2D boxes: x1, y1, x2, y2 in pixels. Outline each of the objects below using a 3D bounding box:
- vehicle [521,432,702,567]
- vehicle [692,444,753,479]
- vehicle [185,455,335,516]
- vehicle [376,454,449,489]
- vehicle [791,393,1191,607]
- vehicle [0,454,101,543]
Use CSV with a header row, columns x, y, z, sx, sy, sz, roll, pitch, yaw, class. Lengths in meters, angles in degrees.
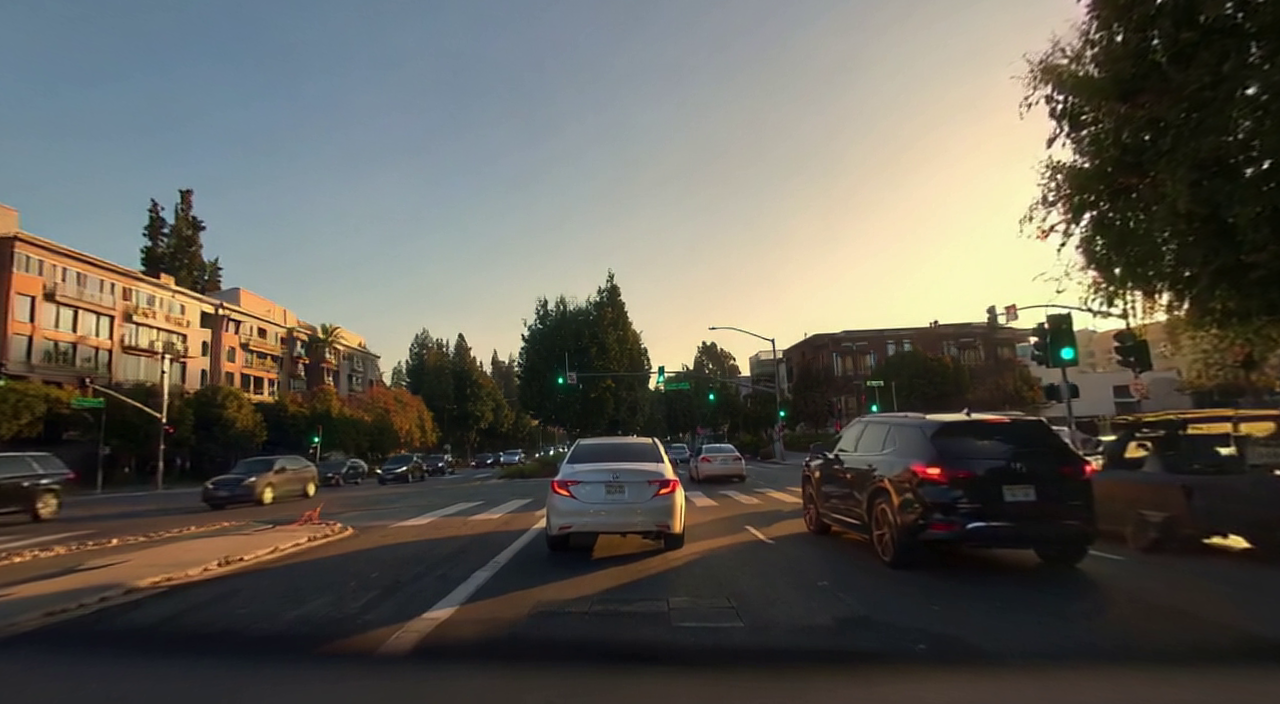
x,y,z,sx,sy,sz,roll,pitch,yaw,class
-0.322,1.959,9.157,2.034,1.500,3.966,0,-8,0,vehicle
3.692,4.953,28.990,2.123,1.455,4.318,0,-8,-1,vehicle
-11.659,4.075,19.790,1.903,1.627,4.308,0,-8,2,vehicle
-11.452,6.023,32.192,1.992,1.562,4.361,0,-8,1,vehicle
3.497,1.573,7.636,2.107,1.773,4.557,0,-8,-1,vehicle
-15.098,3.305,14.298,1.974,1.894,4.244,0,-8,0,vehicle
